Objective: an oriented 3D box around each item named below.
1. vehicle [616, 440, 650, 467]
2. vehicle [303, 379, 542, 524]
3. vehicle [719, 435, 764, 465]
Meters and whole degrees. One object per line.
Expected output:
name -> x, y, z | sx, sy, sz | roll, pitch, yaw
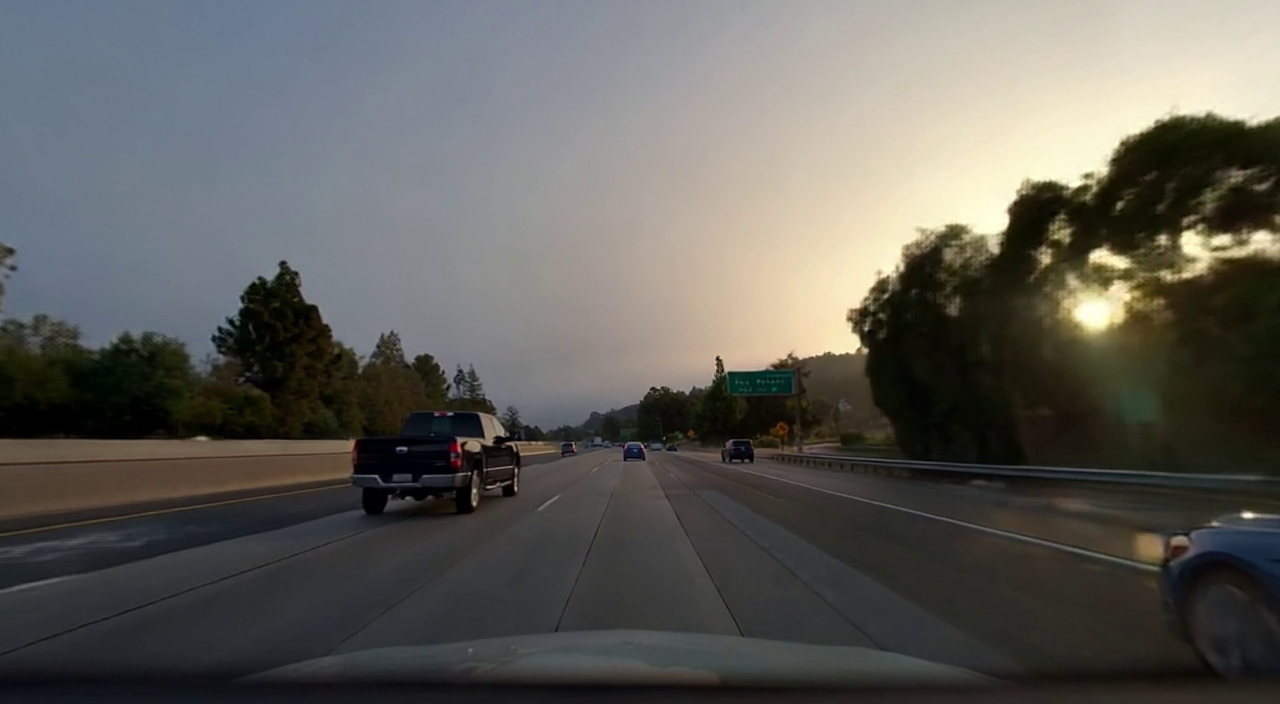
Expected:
vehicle -> -0.490, 6.598, 41.301 | 2.157, 1.642, 4.189 | 0, -9, -2
vehicle -> -3.740, 1.946, 12.588 | 2.592, 2.179, 6.034 | 0, -9, 0
vehicle -> 6.773, 6.635, 42.742 | 2.103, 1.898, 5.310 | 0, -9, -1
